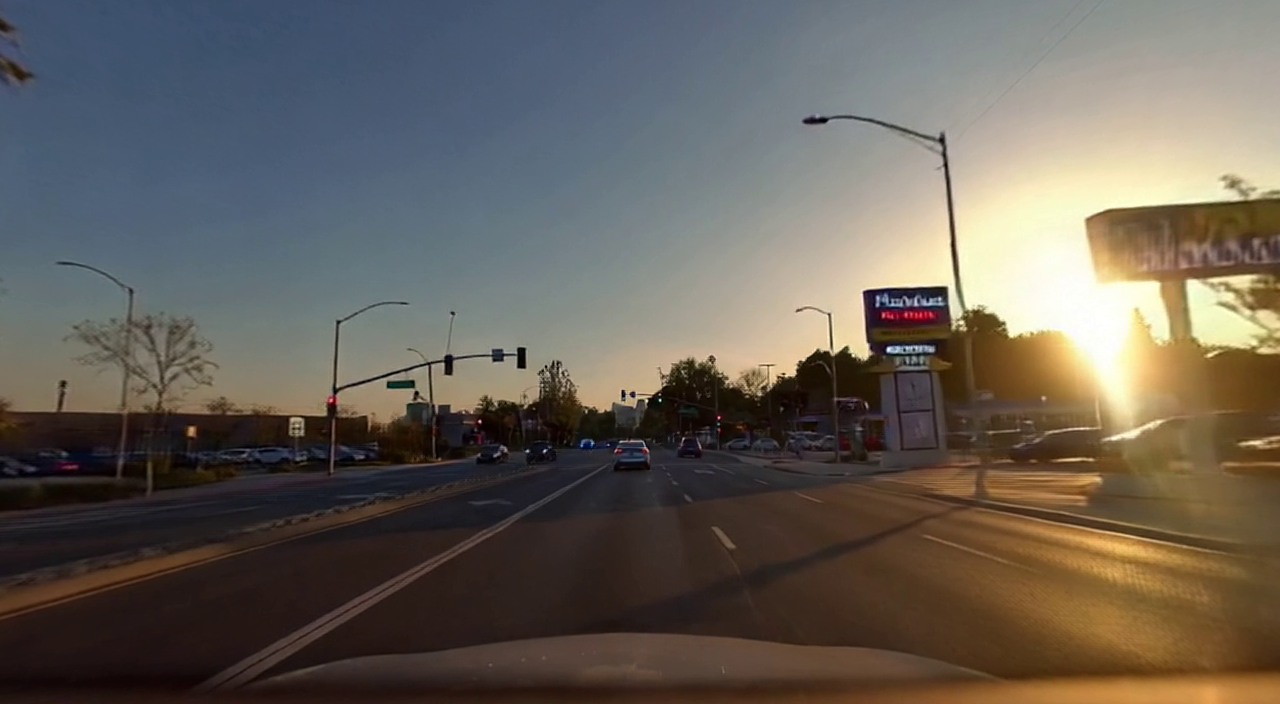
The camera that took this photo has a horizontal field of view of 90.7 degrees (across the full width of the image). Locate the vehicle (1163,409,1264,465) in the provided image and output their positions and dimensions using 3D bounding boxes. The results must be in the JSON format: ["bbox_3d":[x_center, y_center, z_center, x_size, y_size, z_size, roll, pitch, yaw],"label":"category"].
[{"bbox_3d":[20.285,3.012,22.309,4.775,1.752,1.971,7,-11,-41],"label":"vehicle"}]

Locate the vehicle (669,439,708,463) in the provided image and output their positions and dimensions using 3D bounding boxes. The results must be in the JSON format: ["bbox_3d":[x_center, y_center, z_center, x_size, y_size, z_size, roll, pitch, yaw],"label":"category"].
[{"bbox_3d":[3.088,6.383,40.980,2.060,1.471,4.168,0,-8,-2],"label":"vehicle"}]

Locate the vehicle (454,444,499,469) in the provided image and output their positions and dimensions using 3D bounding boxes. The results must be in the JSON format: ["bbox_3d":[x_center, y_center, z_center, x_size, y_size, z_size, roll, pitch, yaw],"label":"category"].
[{"bbox_3d":[-11.866,7.571,46.173,2.039,1.630,4.878,1,-8,-1],"label":"vehicle"}]

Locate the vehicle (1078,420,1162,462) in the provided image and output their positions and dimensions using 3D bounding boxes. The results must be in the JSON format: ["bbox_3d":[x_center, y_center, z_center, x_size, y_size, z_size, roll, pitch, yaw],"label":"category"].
[{"bbox_3d":[20.294,3.732,26.671,4.432,1.556,2.012,5,-11,-44],"label":"vehicle"}]

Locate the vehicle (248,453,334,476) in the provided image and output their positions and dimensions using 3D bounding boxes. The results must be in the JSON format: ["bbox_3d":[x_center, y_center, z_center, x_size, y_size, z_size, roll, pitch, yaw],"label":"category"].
[{"bbox_3d":[-23.961,7.737,43.592,4.788,1.464,1.927,-1,-8,2],"label":"vehicle"}]

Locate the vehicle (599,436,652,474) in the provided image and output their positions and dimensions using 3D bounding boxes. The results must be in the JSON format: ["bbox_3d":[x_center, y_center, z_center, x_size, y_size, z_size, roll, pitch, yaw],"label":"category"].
[{"bbox_3d":[-0.617,4.538,28.107,2.160,1.508,4.319,0,-8,-1],"label":"vehicle"}]

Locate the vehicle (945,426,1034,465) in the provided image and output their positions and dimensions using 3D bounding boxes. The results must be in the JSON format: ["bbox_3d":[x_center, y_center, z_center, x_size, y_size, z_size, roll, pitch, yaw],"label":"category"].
[{"bbox_3d":[14.780,3.935,26.672,1.985,1.479,4.580,-9,-12,44],"label":"vehicle"}]

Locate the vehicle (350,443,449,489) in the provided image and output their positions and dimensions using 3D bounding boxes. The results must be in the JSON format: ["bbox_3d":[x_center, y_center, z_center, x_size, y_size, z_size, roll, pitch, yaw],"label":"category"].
[{"bbox_3d":[-8.605,4.076,23.062,1.894,1.486,4.359,0,-8,0],"label":"vehicle"}]

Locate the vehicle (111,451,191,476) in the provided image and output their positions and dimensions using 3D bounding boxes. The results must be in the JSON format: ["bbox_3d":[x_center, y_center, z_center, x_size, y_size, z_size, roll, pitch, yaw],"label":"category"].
[{"bbox_3d":[-36.250,8.265,46.999,4.295,1.695,1.931,0,-8,0],"label":"vehicle"}]
